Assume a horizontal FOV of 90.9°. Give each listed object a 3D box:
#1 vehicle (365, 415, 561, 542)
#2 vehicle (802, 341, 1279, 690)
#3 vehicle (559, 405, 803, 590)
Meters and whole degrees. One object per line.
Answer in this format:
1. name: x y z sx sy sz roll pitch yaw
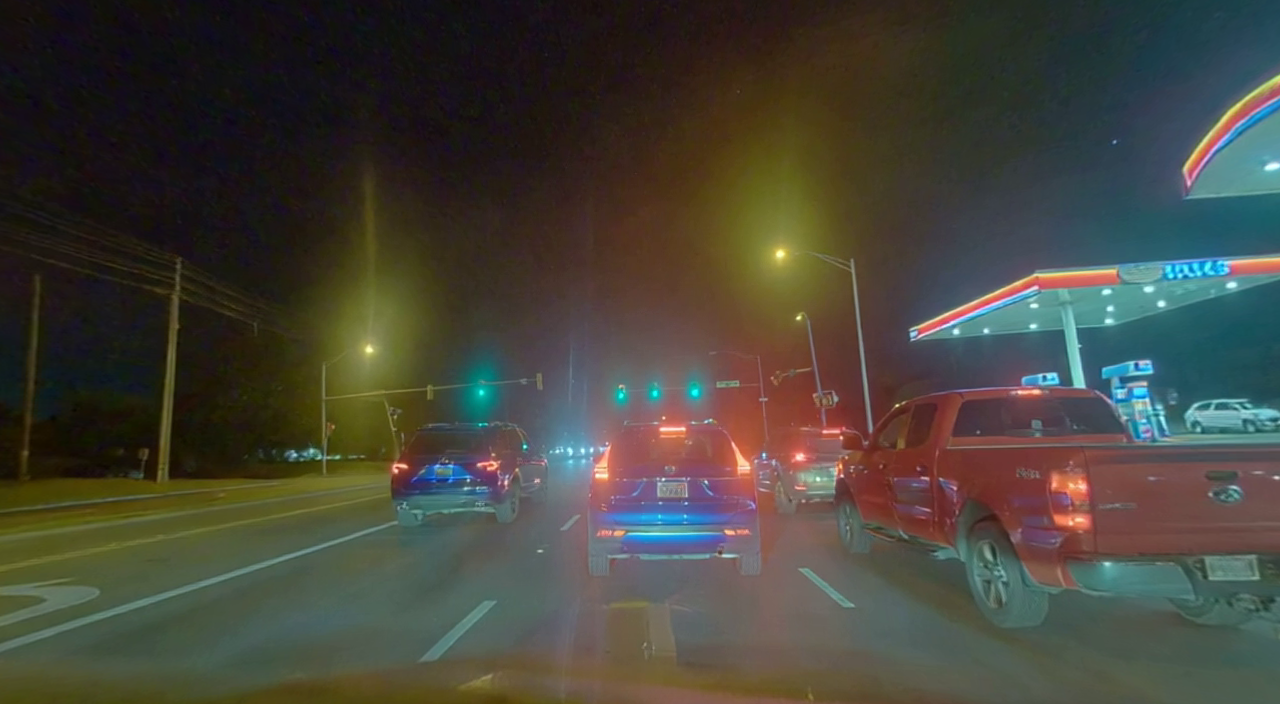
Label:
1. vehicle: -2.717 2.059 10.892 2.019 1.731 4.299 0 -8 1
2. vehicle: 3.404 1.255 6.113 2.161 1.868 5.321 0 -8 -1
3. vehicle: 0.353 1.612 7.774 2.181 1.650 4.083 0 -8 0
